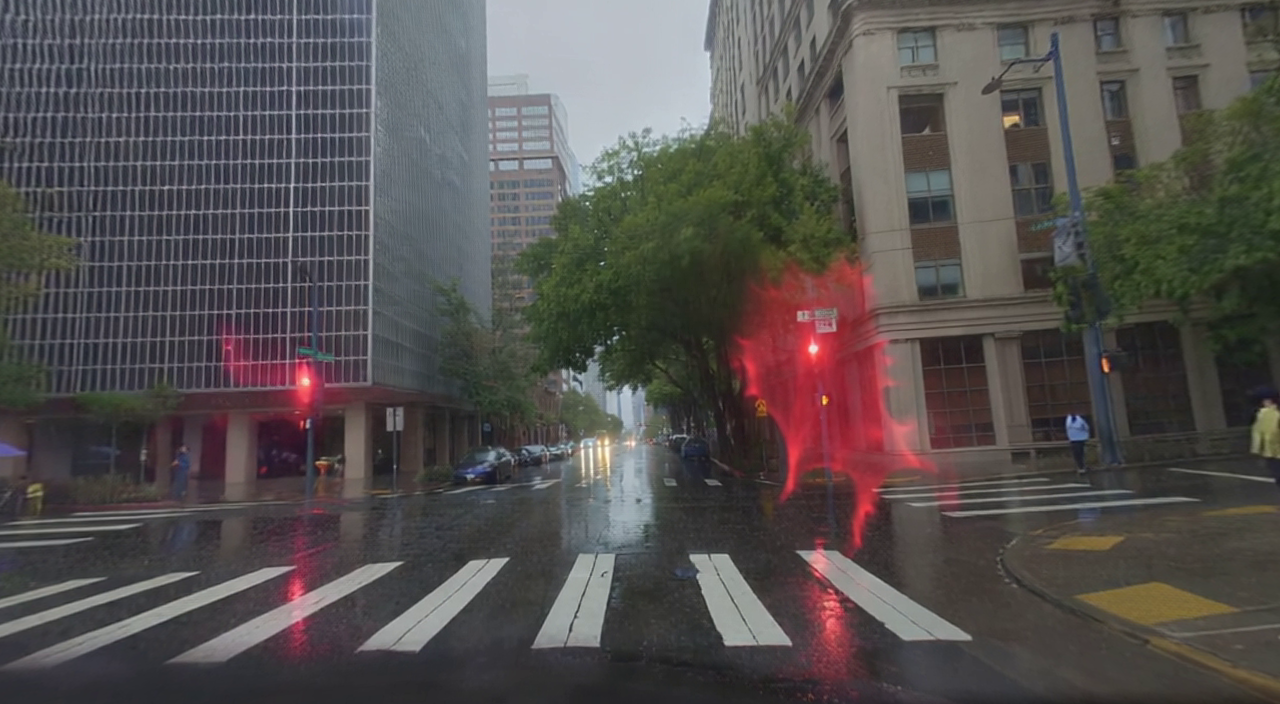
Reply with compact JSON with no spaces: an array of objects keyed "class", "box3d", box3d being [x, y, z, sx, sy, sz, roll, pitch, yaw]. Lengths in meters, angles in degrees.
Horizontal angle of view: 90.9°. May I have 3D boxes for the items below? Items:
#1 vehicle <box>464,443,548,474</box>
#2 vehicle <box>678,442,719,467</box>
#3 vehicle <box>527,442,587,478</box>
[{"class":"vehicle","box3d":[-8.022,6.356,38.012,4.526,1.726,1.963,8,-12,-44]},{"class":"vehicle","box3d":[3.547,6.280,38.860,1.853,1.426,4.160,1,-8,-3]},{"class":"vehicle","box3d":[-3.665,4.844,28.643,1.989,1.481,4.500,0,-8,1]}]
